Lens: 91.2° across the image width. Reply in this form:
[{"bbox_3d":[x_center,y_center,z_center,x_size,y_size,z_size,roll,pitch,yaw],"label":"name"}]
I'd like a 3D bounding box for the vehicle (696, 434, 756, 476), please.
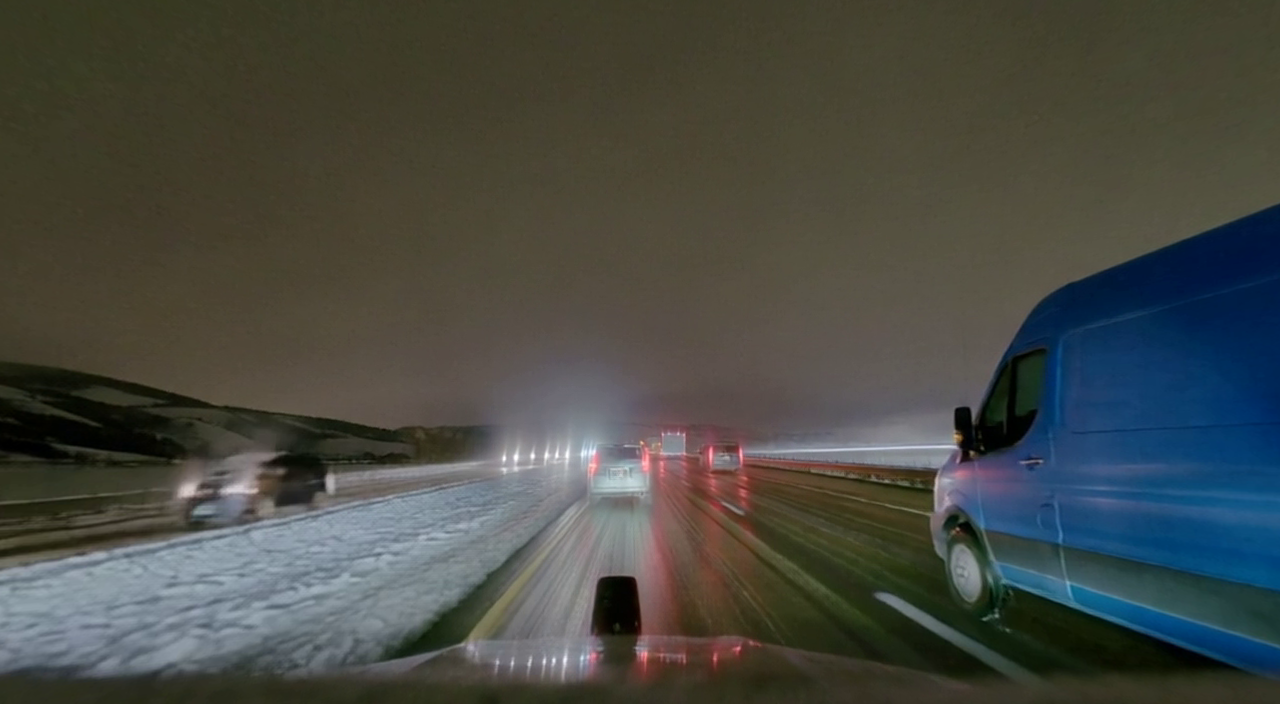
[{"bbox_3d":[4.240,5.190,31.730,2.261,1.952,4.784,0,-9,-1],"label":"vehicle"}]

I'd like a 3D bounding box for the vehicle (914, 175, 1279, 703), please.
[{"bbox_3d":[3.861,0.533,2.930,2.399,2.421,5.829,0,-9,-1],"label":"vehicle"}]

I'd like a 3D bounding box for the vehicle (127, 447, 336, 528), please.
[{"bbox_3d":[-8.729,2.880,13.934,1.894,1.505,4.103,0,-9,0],"label":"vehicle"}]

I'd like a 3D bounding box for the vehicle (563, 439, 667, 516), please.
[{"bbox_3d":[-0.505,2.751,14.172,2.029,1.483,3.769,0,-9,0],"label":"vehicle"}]
